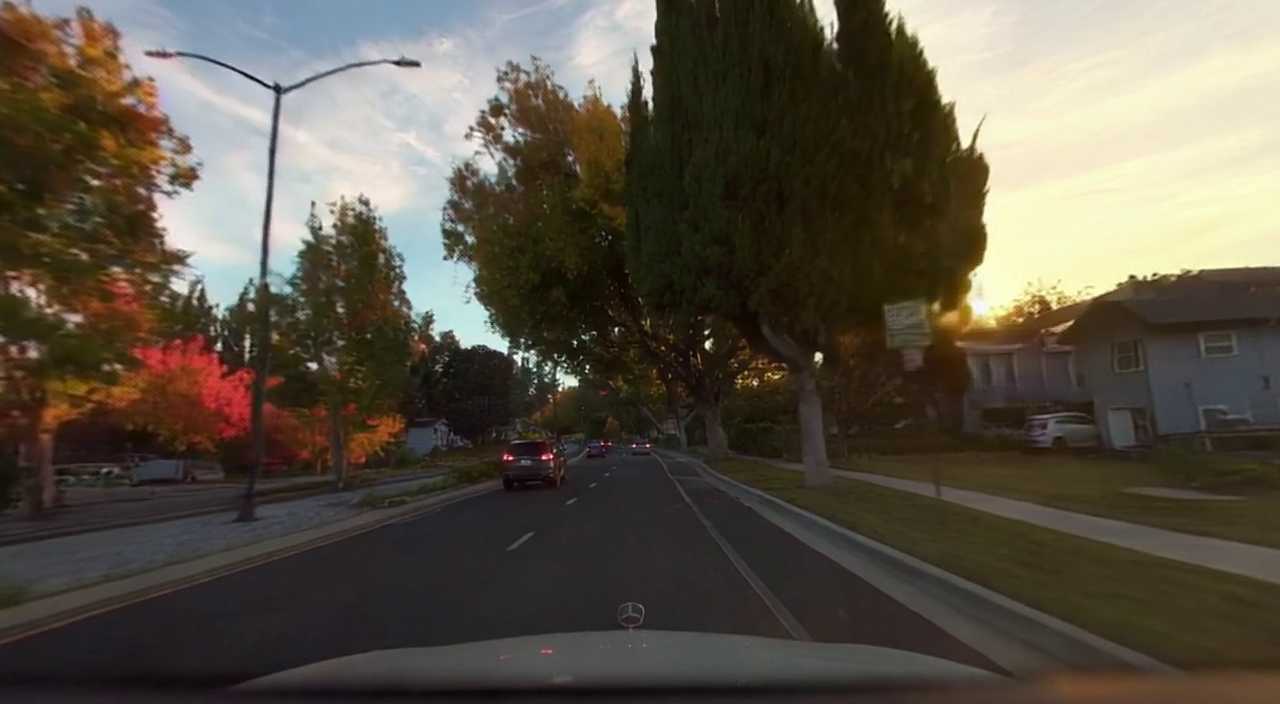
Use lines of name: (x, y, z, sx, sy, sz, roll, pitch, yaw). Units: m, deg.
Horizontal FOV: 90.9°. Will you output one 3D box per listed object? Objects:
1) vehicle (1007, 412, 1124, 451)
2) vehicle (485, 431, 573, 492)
vehicle: (17.876, 3.445, 26.854, 1.939, 1.477, 5.129, -1, -9, 7)
vehicle: (-3.517, 3.572, 20.919, 2.073, 1.770, 4.302, 0, -8, 1)
